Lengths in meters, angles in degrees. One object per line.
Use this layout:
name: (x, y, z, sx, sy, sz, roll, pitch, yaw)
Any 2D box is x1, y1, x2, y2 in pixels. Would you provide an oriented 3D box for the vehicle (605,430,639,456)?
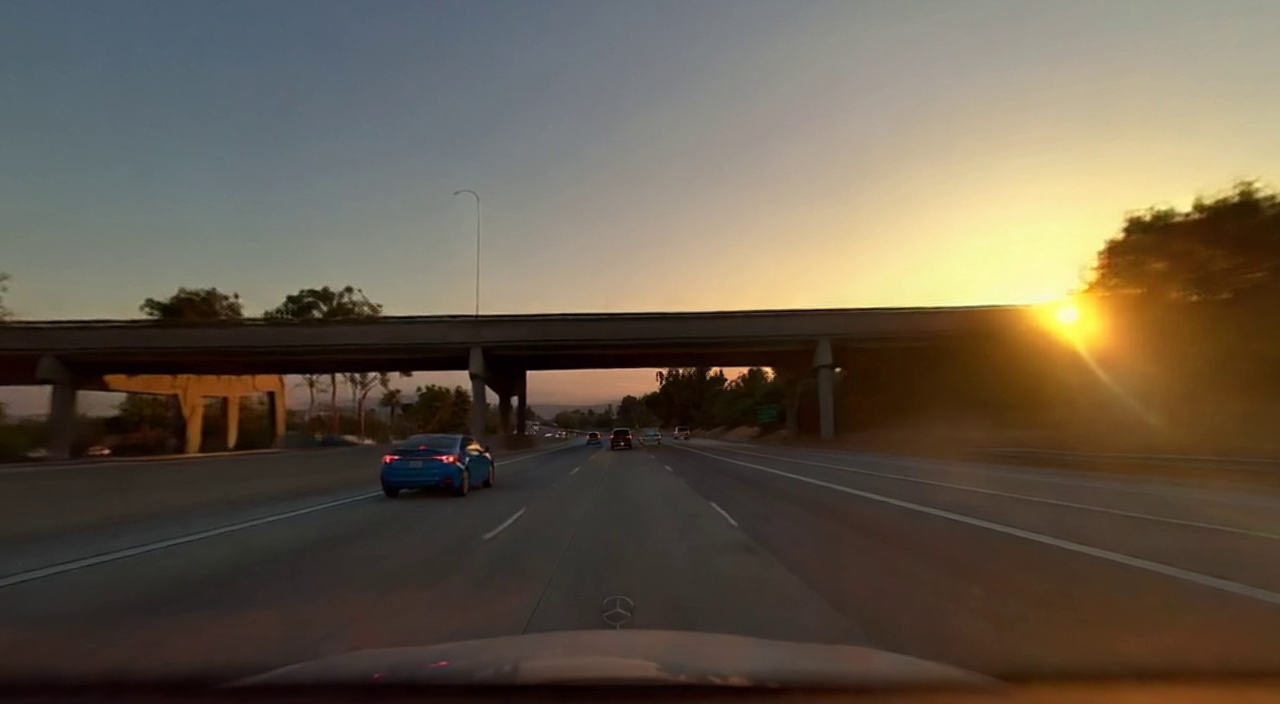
vehicle: (-1.155, 5.938, 41.287, 2.116, 1.625, 4.004, 0, -8, 0)

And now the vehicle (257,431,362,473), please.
vehicle: (-13.699, 4.154, 26.446, 1.960, 1.580, 4.527, 0, -8, 0)

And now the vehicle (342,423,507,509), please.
vehicle: (-4.369, 2.367, 13.644, 2.017, 1.537, 4.496, 0, -8, 0)
